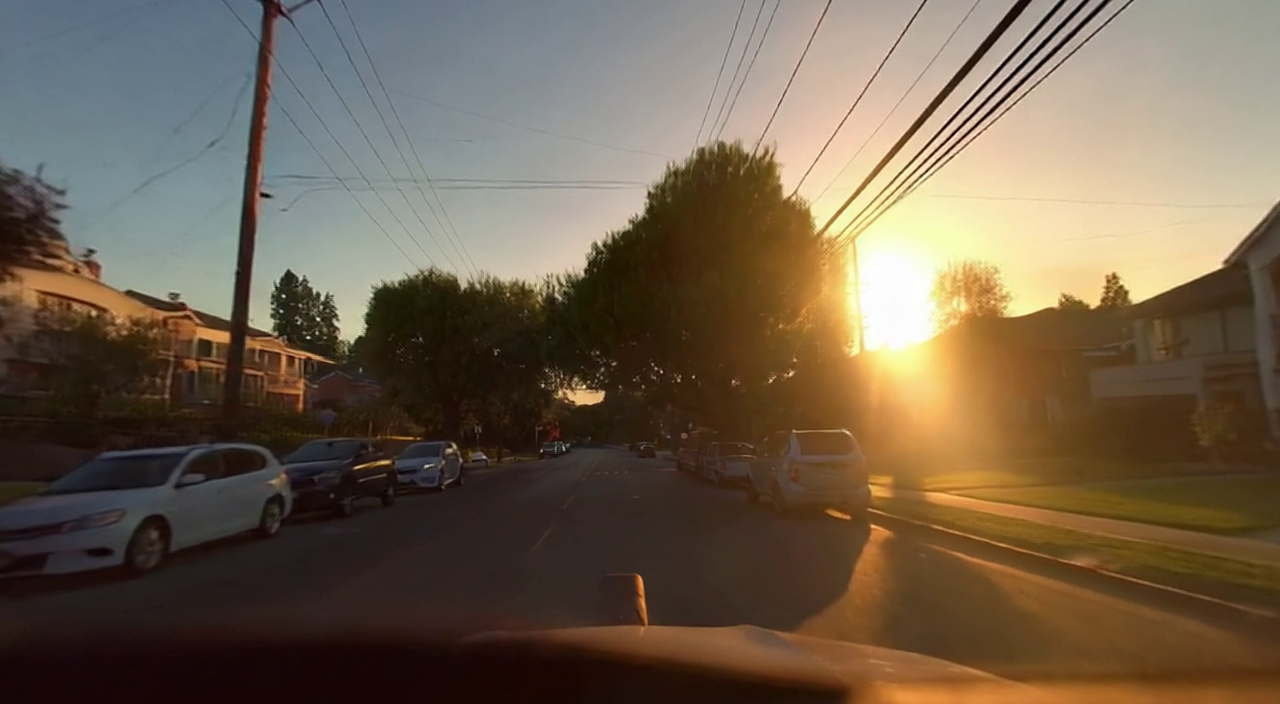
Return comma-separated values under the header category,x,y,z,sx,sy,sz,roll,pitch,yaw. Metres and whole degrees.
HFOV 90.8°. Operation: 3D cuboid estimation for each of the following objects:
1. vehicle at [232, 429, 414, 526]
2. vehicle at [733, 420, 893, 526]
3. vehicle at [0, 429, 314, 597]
category,x,y,z,sx,sy,sz,roll,pitch,yaw
vehicle,-6.642,2.614,13.914,1.988,1.734,4.400,-1,-8,-4
vehicle,3.205,2.344,12.716,1.936,1.756,4.127,0,-9,-2
vehicle,-6.289,1.874,8.390,1.863,1.561,4.380,-3,-7,-4
